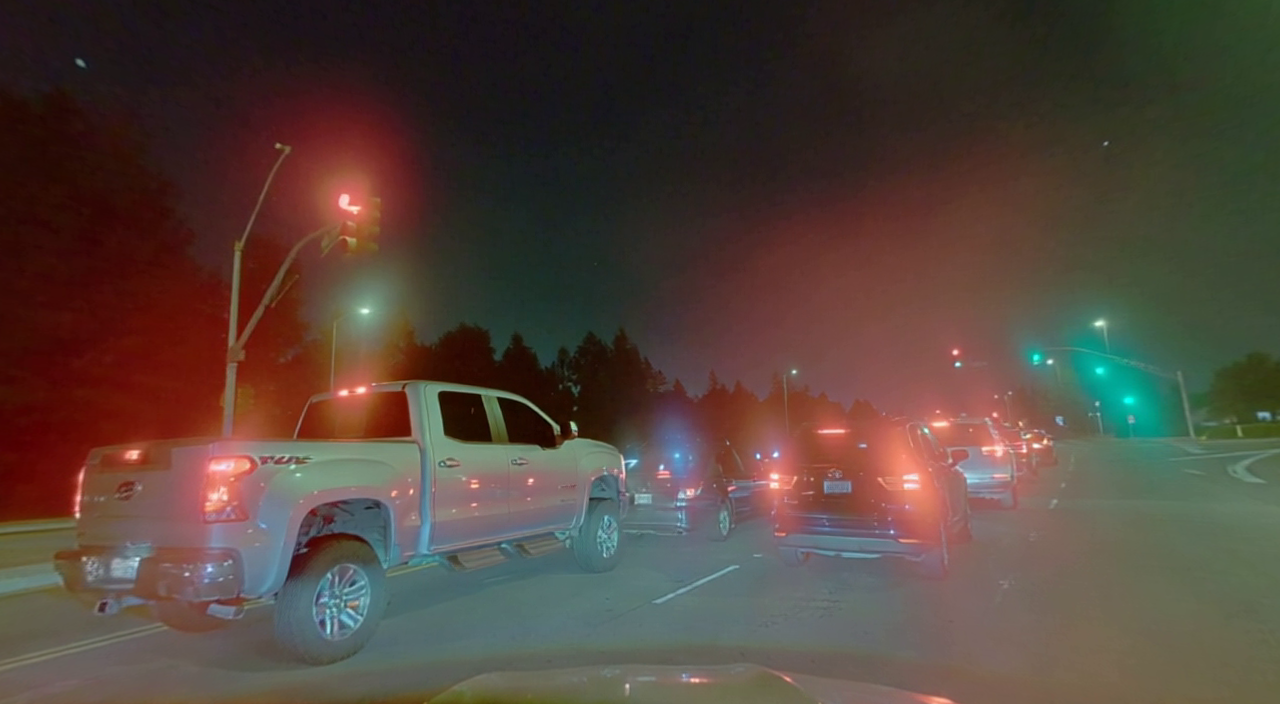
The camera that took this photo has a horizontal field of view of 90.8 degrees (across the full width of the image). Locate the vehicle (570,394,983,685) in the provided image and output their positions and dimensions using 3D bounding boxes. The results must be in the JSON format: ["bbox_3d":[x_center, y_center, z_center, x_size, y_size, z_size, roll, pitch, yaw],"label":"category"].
[{"bbox_3d":[1.713,1.379,5.989,2.027,1.549,4.801,-6,-10,35],"label":"vehicle"}]

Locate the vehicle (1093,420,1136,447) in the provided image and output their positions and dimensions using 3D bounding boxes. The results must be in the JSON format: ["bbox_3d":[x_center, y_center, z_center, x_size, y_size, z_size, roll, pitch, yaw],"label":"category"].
[{"bbox_3d":[32.796,5.677,43.716,2.160,1.790,4.303,-6,-10,35],"label":"vehicle"}]

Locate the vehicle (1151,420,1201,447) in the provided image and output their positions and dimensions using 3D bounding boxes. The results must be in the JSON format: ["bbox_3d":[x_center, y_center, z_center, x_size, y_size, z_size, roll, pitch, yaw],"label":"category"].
[{"bbox_3d":[35.761,5.478,42.196,2.183,1.714,4.491,-6,-11,37],"label":"vehicle"}]

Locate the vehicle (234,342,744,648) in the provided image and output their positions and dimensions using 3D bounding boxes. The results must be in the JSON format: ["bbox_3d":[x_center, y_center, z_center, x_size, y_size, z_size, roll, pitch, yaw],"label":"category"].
[{"bbox_3d":[-0.878,1.401,7.460,2.272,2.016,6.146,-5,-10,28],"label":"vehicle"}]
